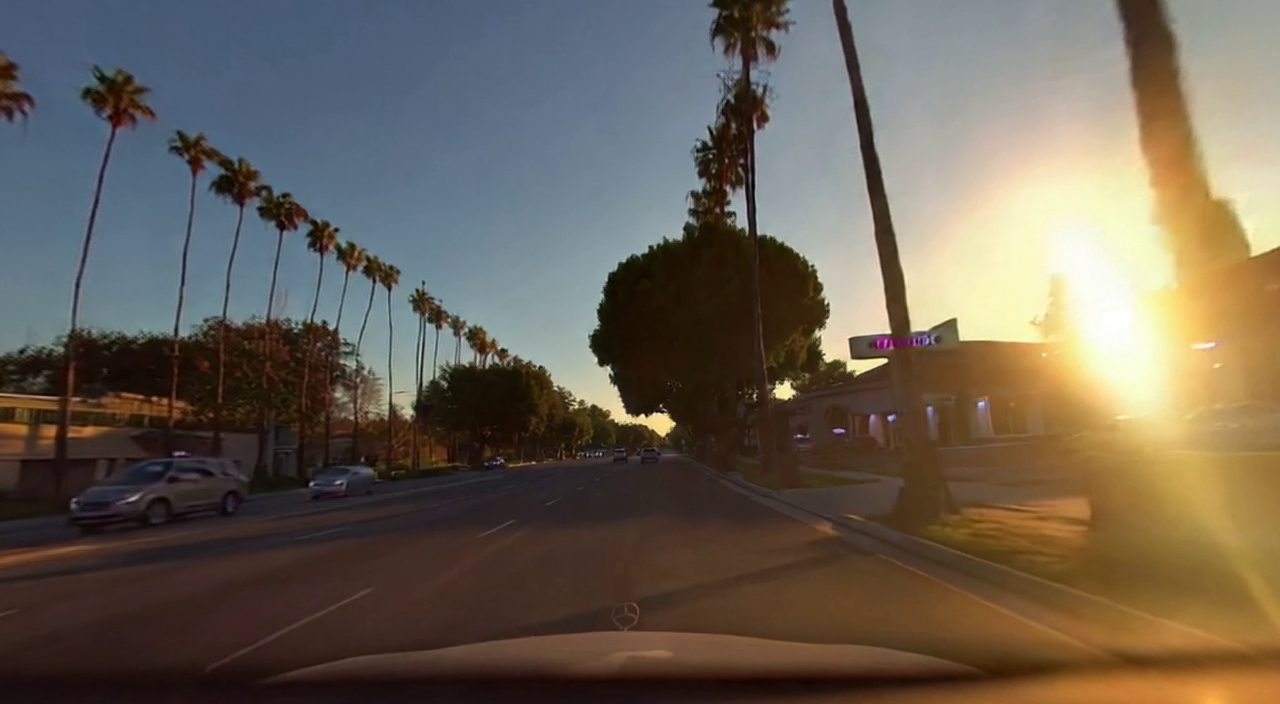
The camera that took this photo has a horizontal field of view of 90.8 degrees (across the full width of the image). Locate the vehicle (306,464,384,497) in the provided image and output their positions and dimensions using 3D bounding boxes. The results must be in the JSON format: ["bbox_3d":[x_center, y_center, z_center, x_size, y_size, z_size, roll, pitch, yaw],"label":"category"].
[{"bbox_3d":[-15.637,6.817,33.819,1.940,1.492,4.495,0,-9,1],"label":"vehicle"}]

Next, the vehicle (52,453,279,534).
[{"bbox_3d":[-12.495,3.691,17.235,2.306,1.807,4.927,0,-9,1],"label":"vehicle"}]

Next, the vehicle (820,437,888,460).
[{"bbox_3d":[16.746,7.580,49.572,4.577,1.750,2.115,1,-9,-6],"label":"vehicle"}]
